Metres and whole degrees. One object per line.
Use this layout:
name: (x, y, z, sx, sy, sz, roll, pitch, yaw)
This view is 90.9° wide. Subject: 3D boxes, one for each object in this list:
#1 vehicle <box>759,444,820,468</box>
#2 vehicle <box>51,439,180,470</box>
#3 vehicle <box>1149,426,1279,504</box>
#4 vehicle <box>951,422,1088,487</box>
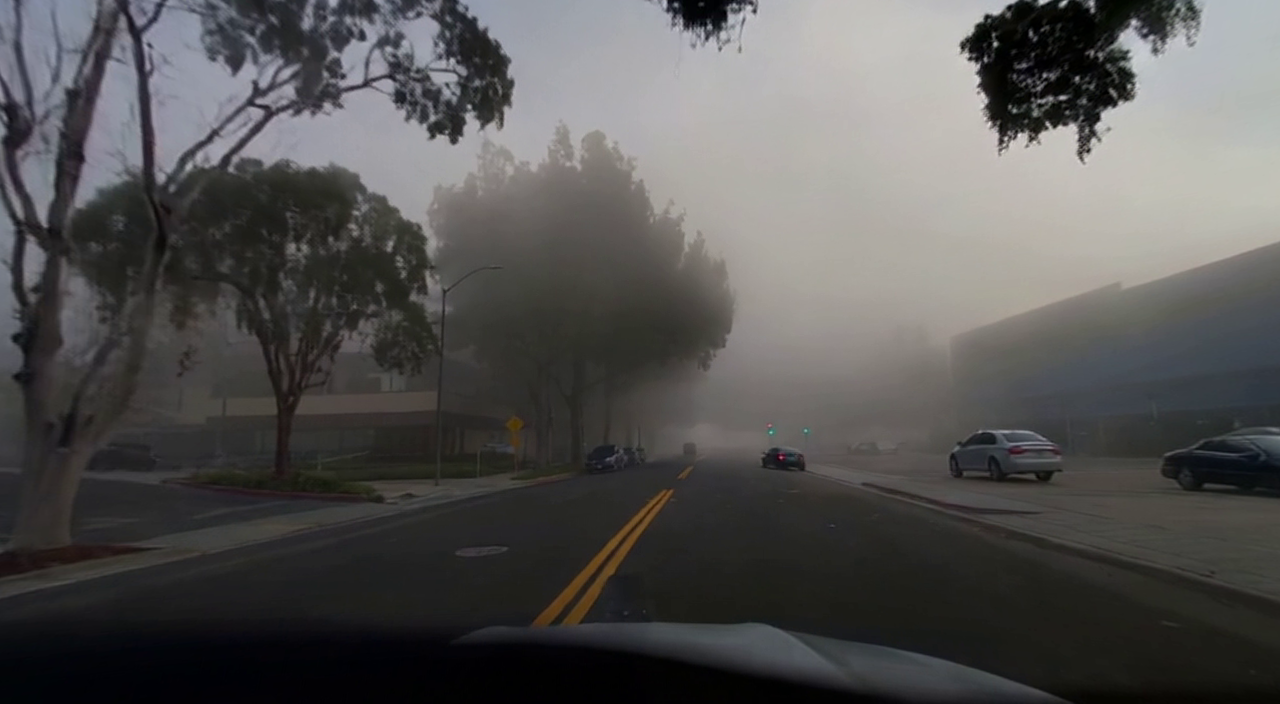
vehicle: (11.399, 7.909, 48.065, 4.277, 1.740, 2.097, -3, -9, 20)
vehicle: (-28.567, 5.569, 34.504, 4.814, 1.609, 2.197, 2, -9, -13)
vehicle: (13.686, 2.405, 13.573, 1.903, 1.528, 4.374, -1, -9, 3)
vehicle: (12.079, 3.316, 20.504, 2.018, 1.840, 4.662, -1, -9, 7)
